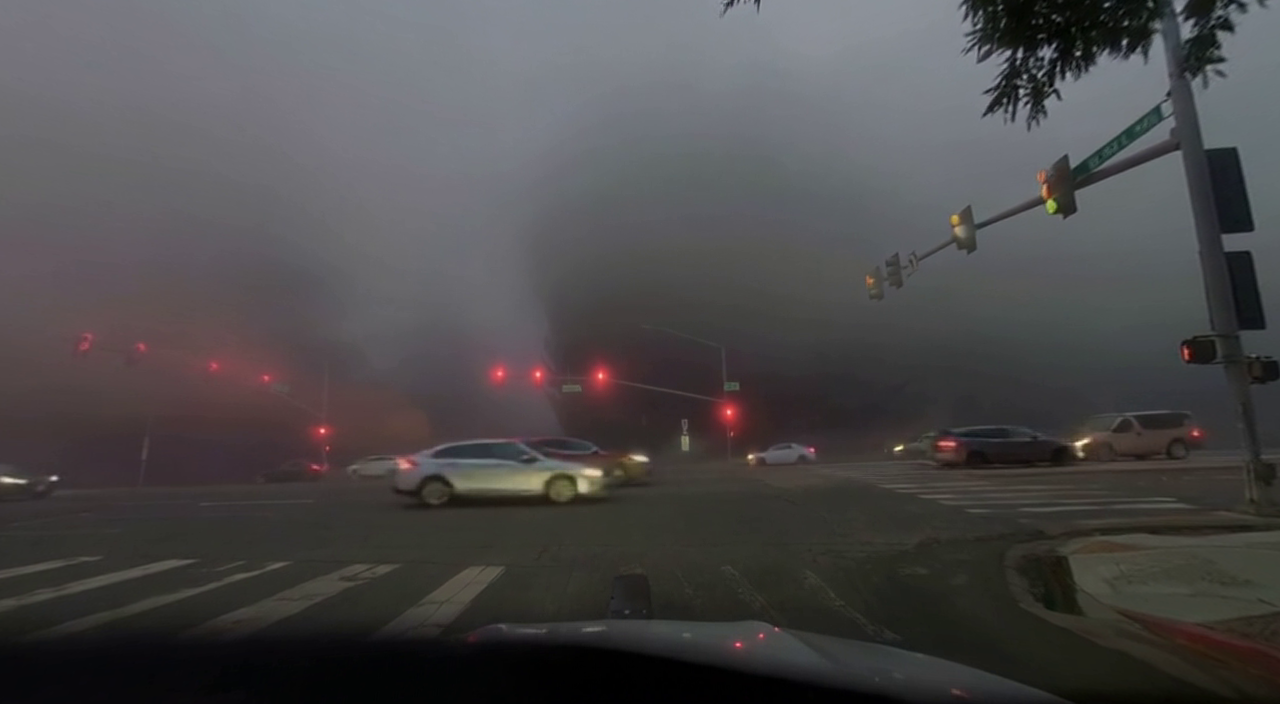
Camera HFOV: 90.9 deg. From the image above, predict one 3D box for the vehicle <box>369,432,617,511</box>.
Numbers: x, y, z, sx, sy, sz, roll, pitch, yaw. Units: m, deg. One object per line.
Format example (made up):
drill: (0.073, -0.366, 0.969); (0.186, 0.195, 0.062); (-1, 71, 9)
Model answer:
vehicle: (-2.993, 2.519, 13.479); (4.808, 1.517, 1.806); (-1, -9, 6)

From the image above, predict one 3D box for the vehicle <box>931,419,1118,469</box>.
vehicle: (11.949, 2.922, 19.886); (4.606, 1.479, 1.821); (-1, -9, 6)

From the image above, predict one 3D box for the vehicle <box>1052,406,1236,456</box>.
vehicle: (18.868, 3.025, 23.829); (4.987, 1.780, 1.996); (-1, -9, 6)

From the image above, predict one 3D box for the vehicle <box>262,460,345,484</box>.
vehicle: (-22.520, 8.009, 42.264); (4.608, 1.481, 1.815); (-2, -9, 5)

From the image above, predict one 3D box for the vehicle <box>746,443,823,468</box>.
vehicle: (8.805, 6.372, 38.801); (4.377, 1.491, 1.734); (-1, -9, 6)
